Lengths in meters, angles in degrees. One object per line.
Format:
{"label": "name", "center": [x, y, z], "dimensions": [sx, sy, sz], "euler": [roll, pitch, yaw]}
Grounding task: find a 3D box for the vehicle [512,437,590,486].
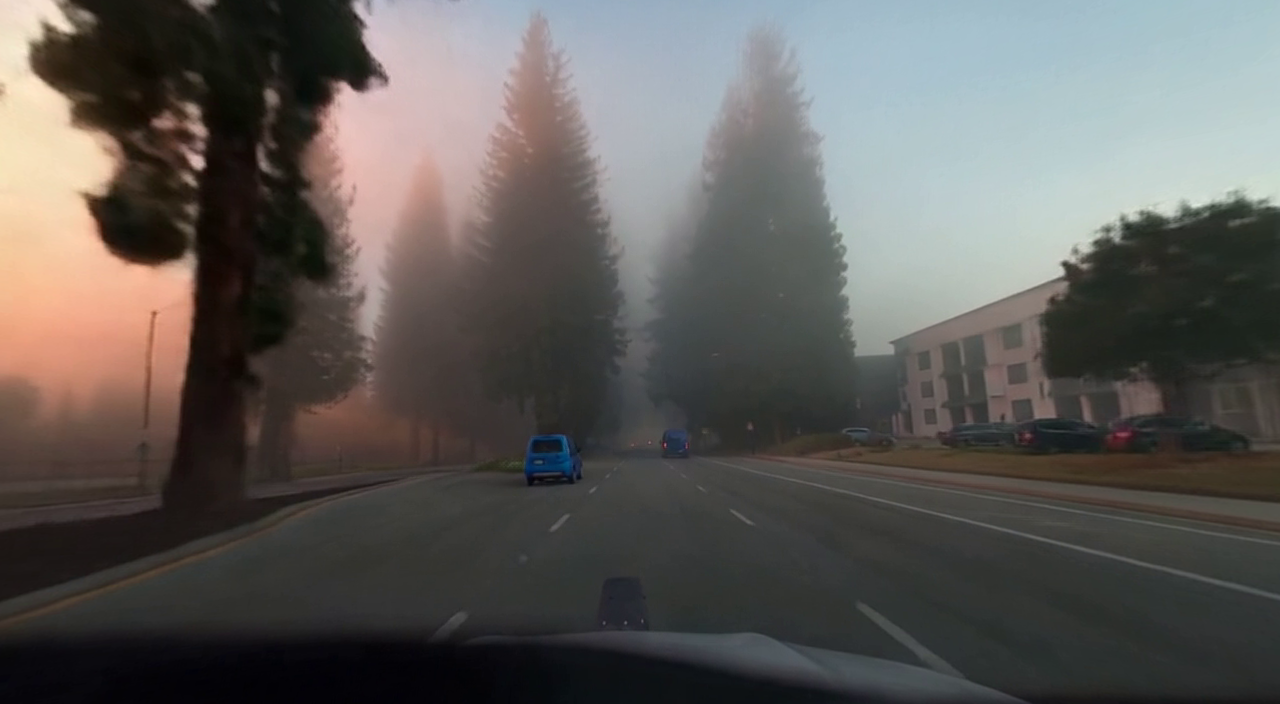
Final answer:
{"label": "vehicle", "center": [-3.131, 3.970, 23.204], "dimensions": [2.129, 1.602, 4.532], "euler": [0, -8, 1]}
